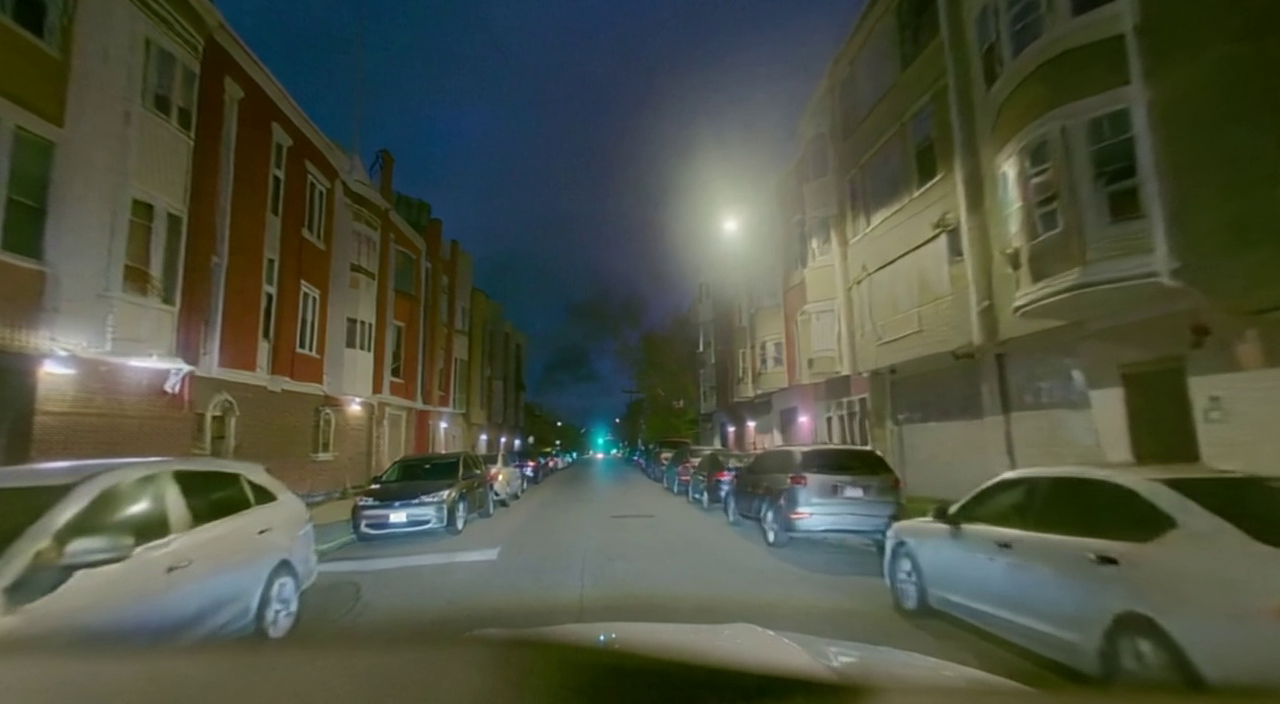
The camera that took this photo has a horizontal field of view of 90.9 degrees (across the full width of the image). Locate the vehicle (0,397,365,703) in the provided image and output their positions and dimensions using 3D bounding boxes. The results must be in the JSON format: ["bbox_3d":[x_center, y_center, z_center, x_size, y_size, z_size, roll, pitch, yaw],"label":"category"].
[{"bbox_3d":[-3.529,1.267,3.808,2.175,1.710,4.000,-2,-7,-4],"label":"vehicle"}]

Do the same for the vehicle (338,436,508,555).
[{"bbox_3d":[-4.017,2.626,12.529,2.081,1.679,4.506,-3,-6,-4],"label":"vehicle"}]

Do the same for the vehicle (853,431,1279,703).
[{"bbox_3d":[3.238,1.284,3.971,1.904,1.476,4.480,1,-8,-5],"label":"vehicle"}]

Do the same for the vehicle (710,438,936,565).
[{"bbox_3d":[2.659,2.268,10.523,1.968,1.595,4.543,1,-8,-7],"label":"vehicle"}]
